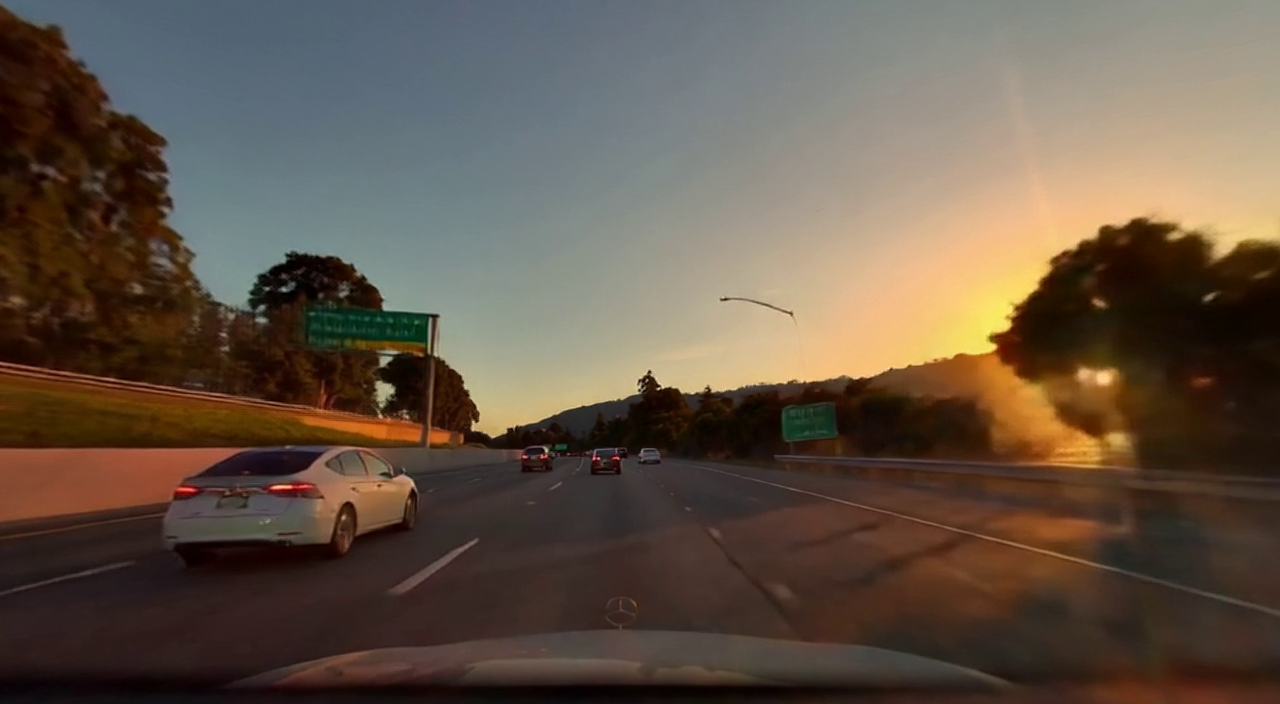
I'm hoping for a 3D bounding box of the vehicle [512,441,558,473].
[{"bbox_3d":[-6.158,6.202,37.576,2.244,1.755,4.417,0,-9,-3],"label":"vehicle"}]

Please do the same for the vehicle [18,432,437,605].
[{"bbox_3d":[-4.418,1.836,8.079,2.049,1.482,4.981,0,-9,-1],"label":"vehicle"}]

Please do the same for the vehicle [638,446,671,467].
[{"bbox_3d":[1.023,7.706,46.897,2.021,1.447,3.985,0,-9,-4],"label":"vehicle"}]

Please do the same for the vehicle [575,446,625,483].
[{"bbox_3d":[-1.683,4.725,26.884,1.947,1.437,4.345,0,-9,-4],"label":"vehicle"}]
